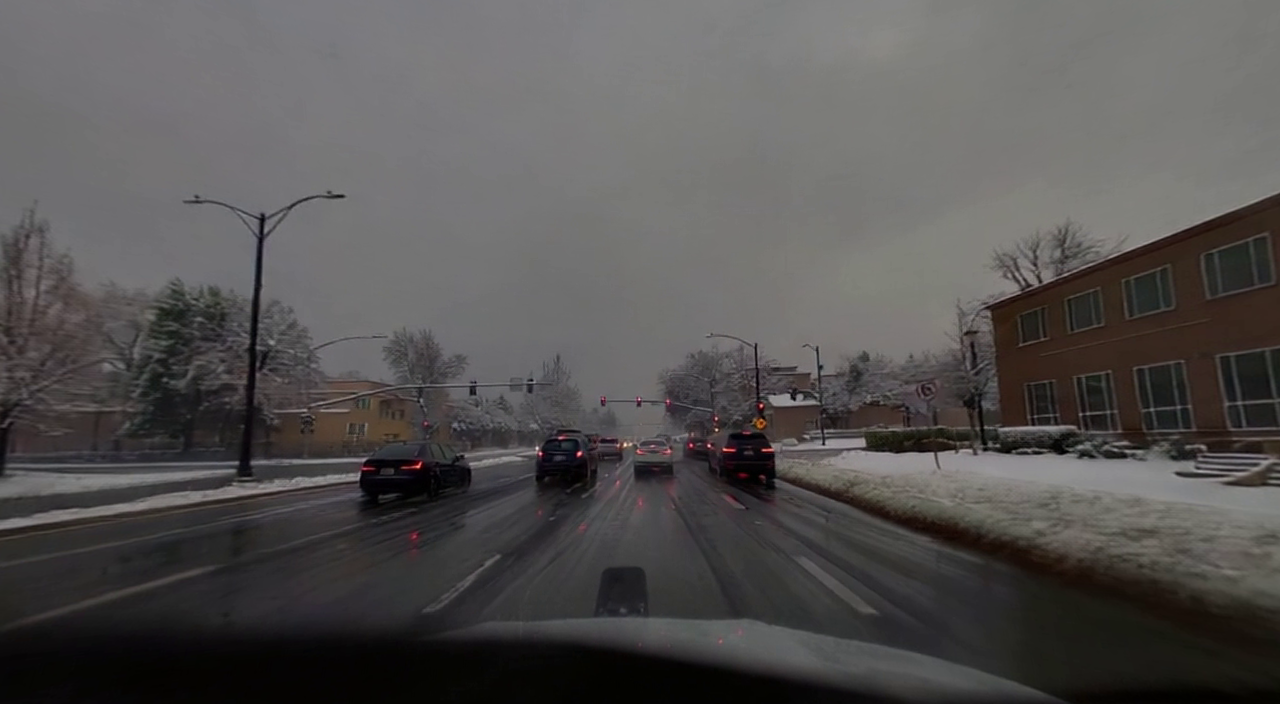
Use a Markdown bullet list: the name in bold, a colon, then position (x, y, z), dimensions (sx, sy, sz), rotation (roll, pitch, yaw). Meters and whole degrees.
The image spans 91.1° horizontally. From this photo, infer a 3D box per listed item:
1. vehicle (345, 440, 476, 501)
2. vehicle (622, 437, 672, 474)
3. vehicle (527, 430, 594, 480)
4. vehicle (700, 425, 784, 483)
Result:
- **vehicle**: position (-6.233, 3.240, 17.736), dimensions (1.926, 1.465, 4.620), rotation (0, -8, 0)
- **vehicle**: position (0.278, 4.415, 27.066), dimensions (2.021, 1.461, 3.862), rotation (0, -8, 0)
- **vehicle**: position (-2.931, 3.916, 24.087), dimensions (1.912, 1.703, 4.261), rotation (0, -8, 2)
- **vehicle**: position (3.484, 3.599, 22.432), dimensions (2.141, 1.833, 4.704), rotation (0, -8, -1)
